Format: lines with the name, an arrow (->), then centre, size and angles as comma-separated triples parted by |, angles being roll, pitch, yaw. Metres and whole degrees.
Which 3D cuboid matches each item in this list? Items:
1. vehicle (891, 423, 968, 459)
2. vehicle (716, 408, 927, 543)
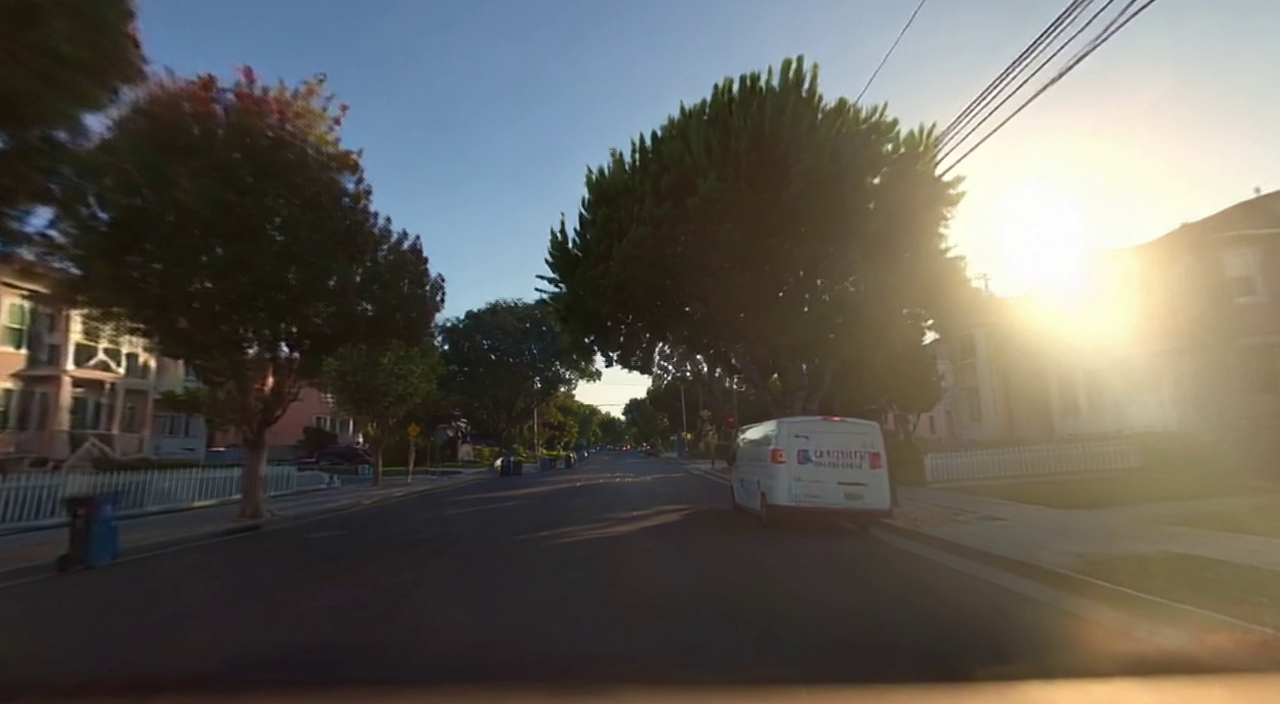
vehicle -> 22.237, 6.895, 48.708 | 4.736, 2.604, 2.339 | 0, -10, -1
vehicle -> 2.724, 2.012, 10.904 | 2.126, 1.795, 4.751 | 0, -9, -1
